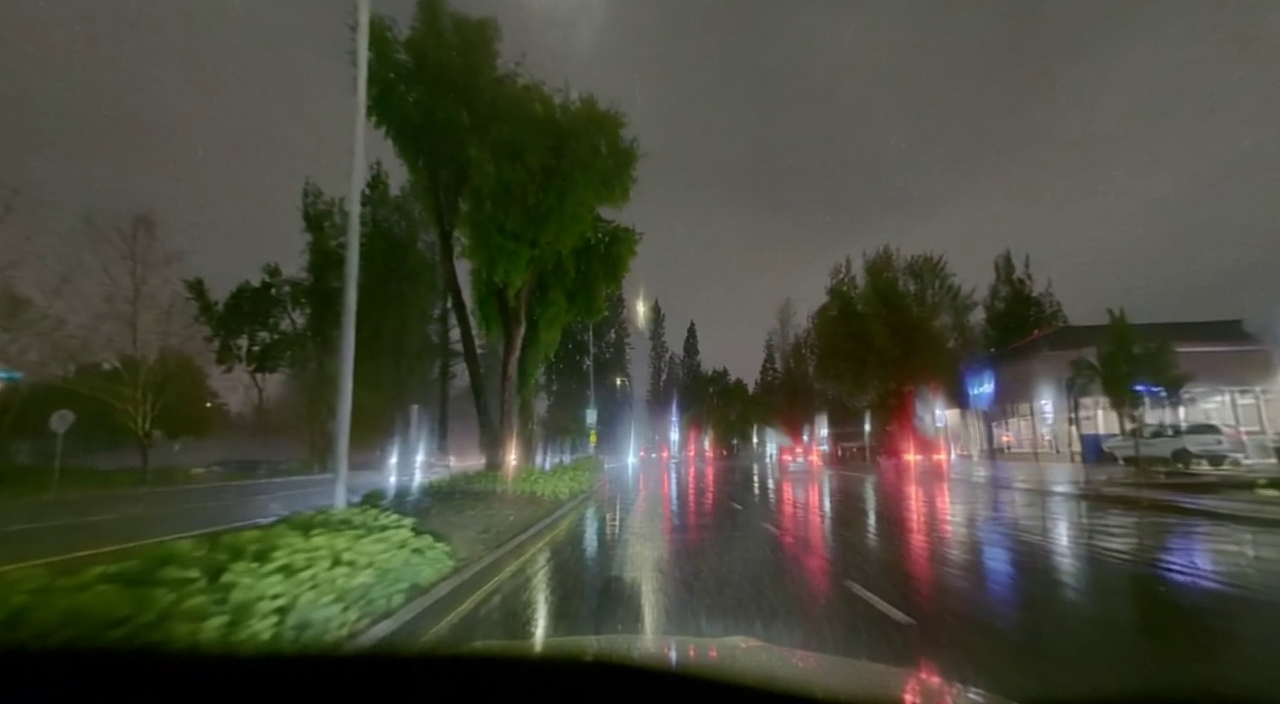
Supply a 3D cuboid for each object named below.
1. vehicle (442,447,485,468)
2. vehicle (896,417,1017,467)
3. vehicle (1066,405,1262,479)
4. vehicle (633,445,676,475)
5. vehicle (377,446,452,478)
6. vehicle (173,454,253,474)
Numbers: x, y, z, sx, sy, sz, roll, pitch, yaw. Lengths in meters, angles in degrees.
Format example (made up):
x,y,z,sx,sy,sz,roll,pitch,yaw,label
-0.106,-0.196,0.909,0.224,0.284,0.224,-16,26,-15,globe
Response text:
x,y,z,sx,sy,sz,roll,pitch,yaw,label
-13.428,8.042,48.373,1.843,1.486,4.700,0,-8,1,vehicle
21.502,6.156,43.112,6.856,3.118,2.741,0,-10,-11,vehicle
20.619,3.559,25.021,5.953,2.747,2.389,1,-8,-9,vehicle
0.774,5.616,33.103,2.095,1.456,3.873,-1,-8,2,vehicle
-10.828,5.306,30.753,1.907,1.429,4.439,-1,-8,2,vehicle
-33.075,8.694,49.085,4.678,1.468,1.949,1,-9,-11,vehicle
